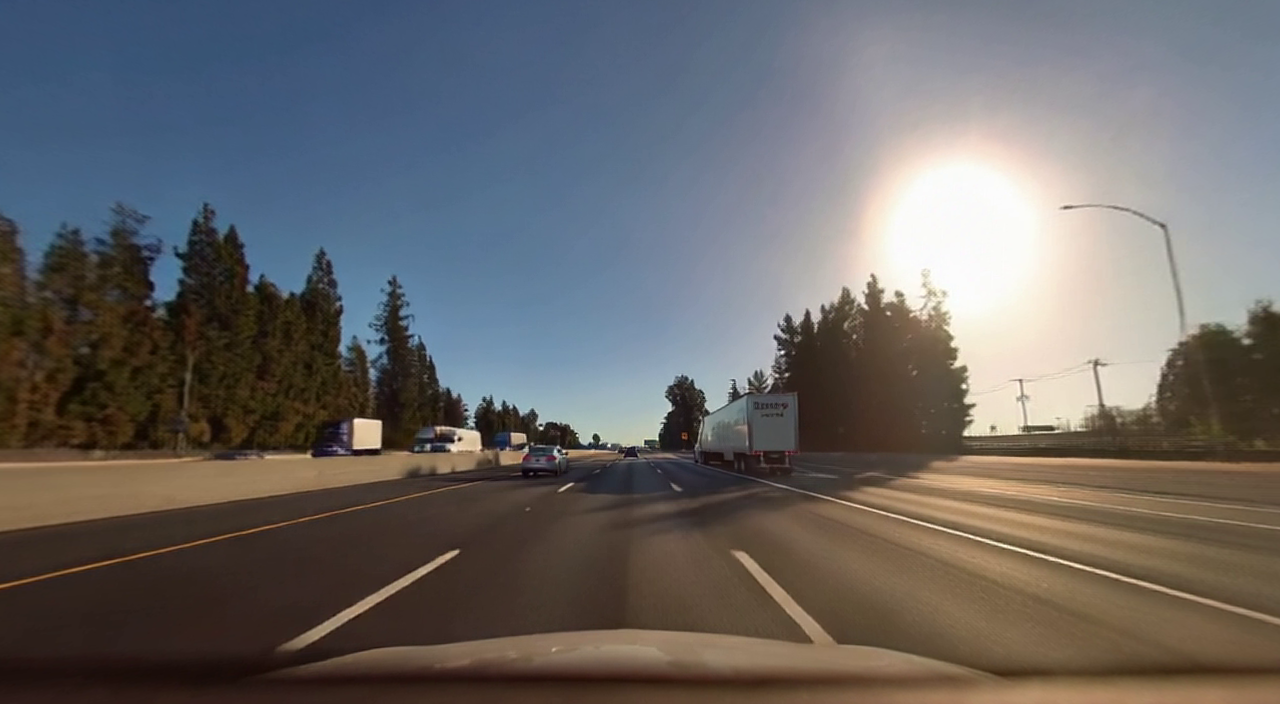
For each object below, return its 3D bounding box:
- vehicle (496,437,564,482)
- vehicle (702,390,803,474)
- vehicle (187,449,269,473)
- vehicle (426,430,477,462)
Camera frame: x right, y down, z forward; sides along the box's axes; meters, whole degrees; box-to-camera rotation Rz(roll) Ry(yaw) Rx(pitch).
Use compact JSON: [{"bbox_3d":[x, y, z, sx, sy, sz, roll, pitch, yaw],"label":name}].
[{"bbox_3d":[-4.335,4.338,25.639,2.027,1.651,4.099,0,-9,0],"label":"vehicle"},{"bbox_3d":[6.375,5.167,39.382,2.919,4.195,15.833,0,-9,-2],"label":"vehicle"},{"bbox_3d":[-28.800,7.578,44.415,2.120,1.551,5.658,0,-9,-2],"label":"vehicle"},{"bbox_3d":[-13.780,6.943,46.583,2.215,2.225,4.941,0,-9,0],"label":"vehicle"}]
